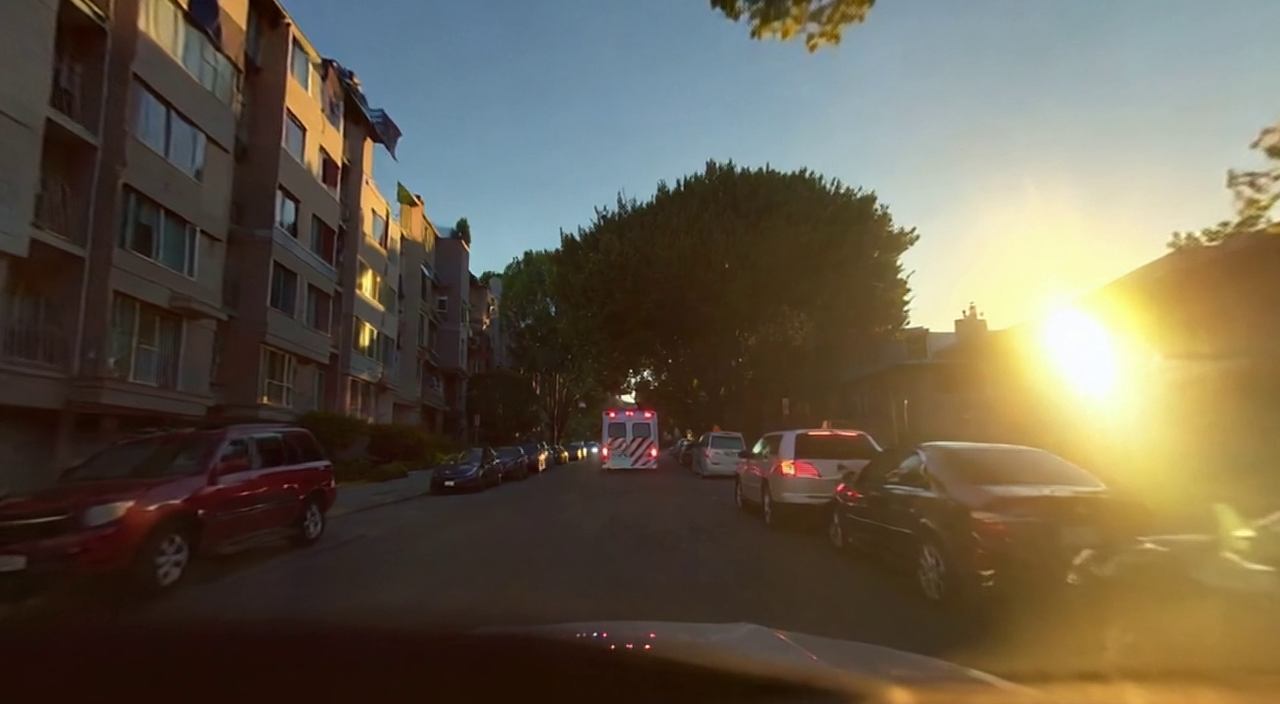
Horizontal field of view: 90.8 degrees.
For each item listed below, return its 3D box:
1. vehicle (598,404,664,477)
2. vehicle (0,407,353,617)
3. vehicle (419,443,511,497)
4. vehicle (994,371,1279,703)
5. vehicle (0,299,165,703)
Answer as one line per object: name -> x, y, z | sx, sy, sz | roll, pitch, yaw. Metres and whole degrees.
vehicle -> -0.398, 4.267, 30.300 | 2.754, 3.008, 7.730 | 0, -8, -1
vehicle -> -5.398, 1.715, 7.696 | 1.923, 1.755, 4.316 | -2, -8, -2
vehicle -> -5.870, 3.966, 21.788 | 1.967, 1.492, 4.781 | -4, -8, -3
vehicle -> 3.209, 0.807, 1.592 | 2.035, 1.549, 4.373 | 3, -8, -2
vehicle -> -3.018, 0.519, 0.466 | 2.029, 1.802, 4.229 | 0, -8, -1
